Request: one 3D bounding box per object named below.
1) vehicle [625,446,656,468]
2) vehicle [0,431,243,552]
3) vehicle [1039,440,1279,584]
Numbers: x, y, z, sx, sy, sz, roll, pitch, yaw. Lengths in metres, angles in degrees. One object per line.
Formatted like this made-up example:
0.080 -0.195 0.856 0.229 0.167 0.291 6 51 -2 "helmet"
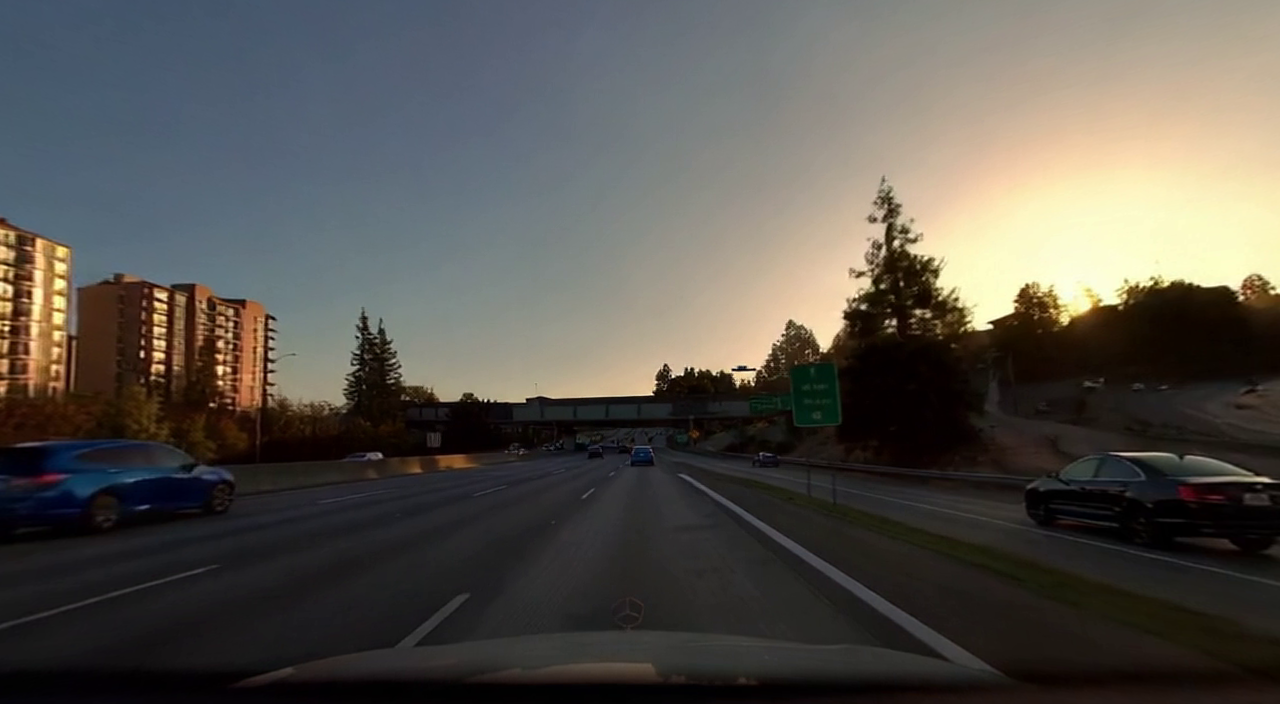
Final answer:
0.015 7.226 43.528 2.051 1.443 3.770 0 -8 0 "vehicle"
-9.889 2.381 11.584 2.121 1.743 4.673 0 -8 0 "vehicle"
9.935 2.437 10.333 2.599 1.962 5.759 1 -8 -6 "vehicle"
